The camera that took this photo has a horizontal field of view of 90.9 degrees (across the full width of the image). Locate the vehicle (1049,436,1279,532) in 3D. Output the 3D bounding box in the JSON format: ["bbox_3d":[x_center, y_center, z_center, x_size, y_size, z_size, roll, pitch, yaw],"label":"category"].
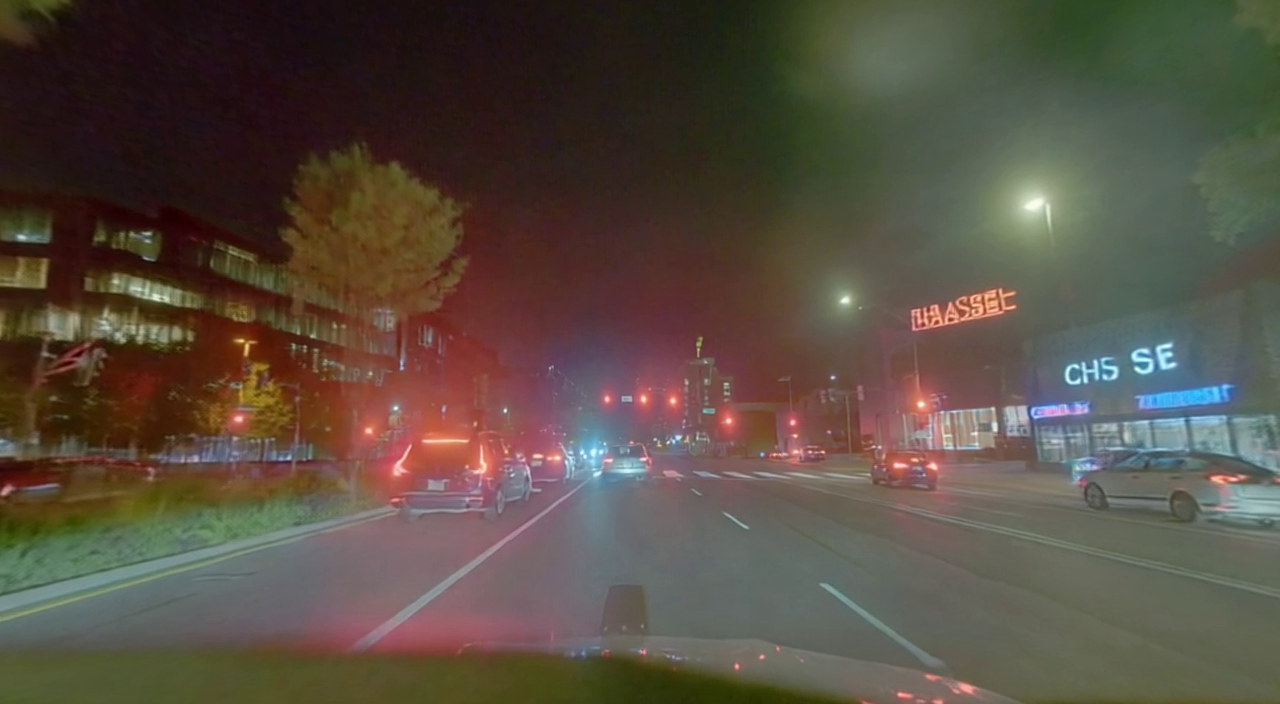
[{"bbox_3d":[10.251,2.376,12.030,1.936,1.474,4.331,0,-8,0],"label":"vehicle"}]

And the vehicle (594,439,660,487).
[{"bbox_3d":[-0.457,3.801,21.918,2.059,1.477,3.988,0,-8,-1],"label":"vehicle"}]

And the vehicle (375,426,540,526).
[{"bbox_3d":[-3.497,2.465,13.133,2.057,1.678,4.639,0,-8,0],"label":"vehicle"}]

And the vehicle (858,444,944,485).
[{"bbox_3d":[10.970,4.720,26.798,1.935,1.435,4.141,3,-8,1],"label":"vehicle"}]

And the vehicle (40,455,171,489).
[{"bbox_3d":[-26.724,5.981,31.744,4.687,1.482,1.914,5,-10,-30],"label":"vehicle"}]
